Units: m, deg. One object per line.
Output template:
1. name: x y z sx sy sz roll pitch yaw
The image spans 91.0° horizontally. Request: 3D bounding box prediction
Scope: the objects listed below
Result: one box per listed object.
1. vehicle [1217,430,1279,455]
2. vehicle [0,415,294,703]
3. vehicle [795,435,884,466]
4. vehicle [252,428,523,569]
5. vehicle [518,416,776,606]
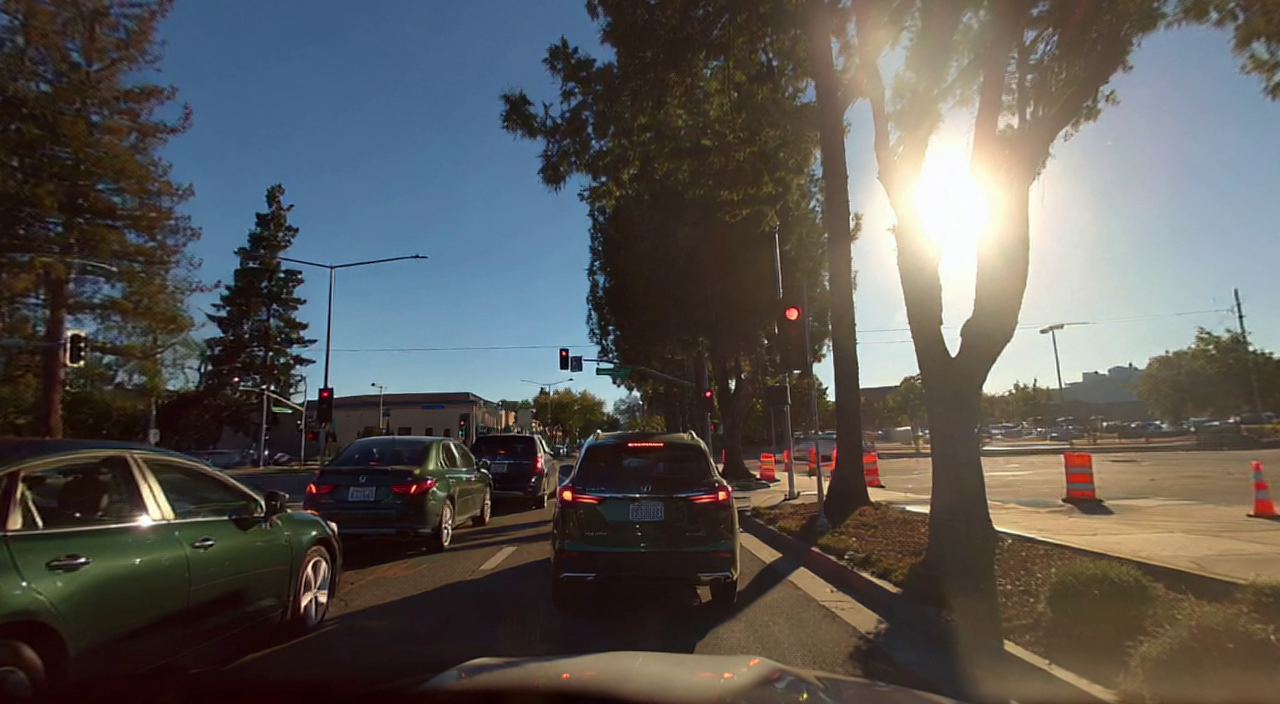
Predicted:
1. vehicle: 40.426 5.897 40.904 4.051 1.583 1.794 0 -9 1
2. vehicle: -3.595 0.943 2.146 2.064 1.497 4.722 0 -9 1
3. vehicle: 12.851 6.406 40.863 5.082 1.907 2.115 0 -9 3
4. vehicle: -3.282 1.995 9.444 1.989 1.541 4.626 0 -9 2
5. vehicle: 0.100 1.617 7.212 2.167 1.560 3.676 0 -9 1
